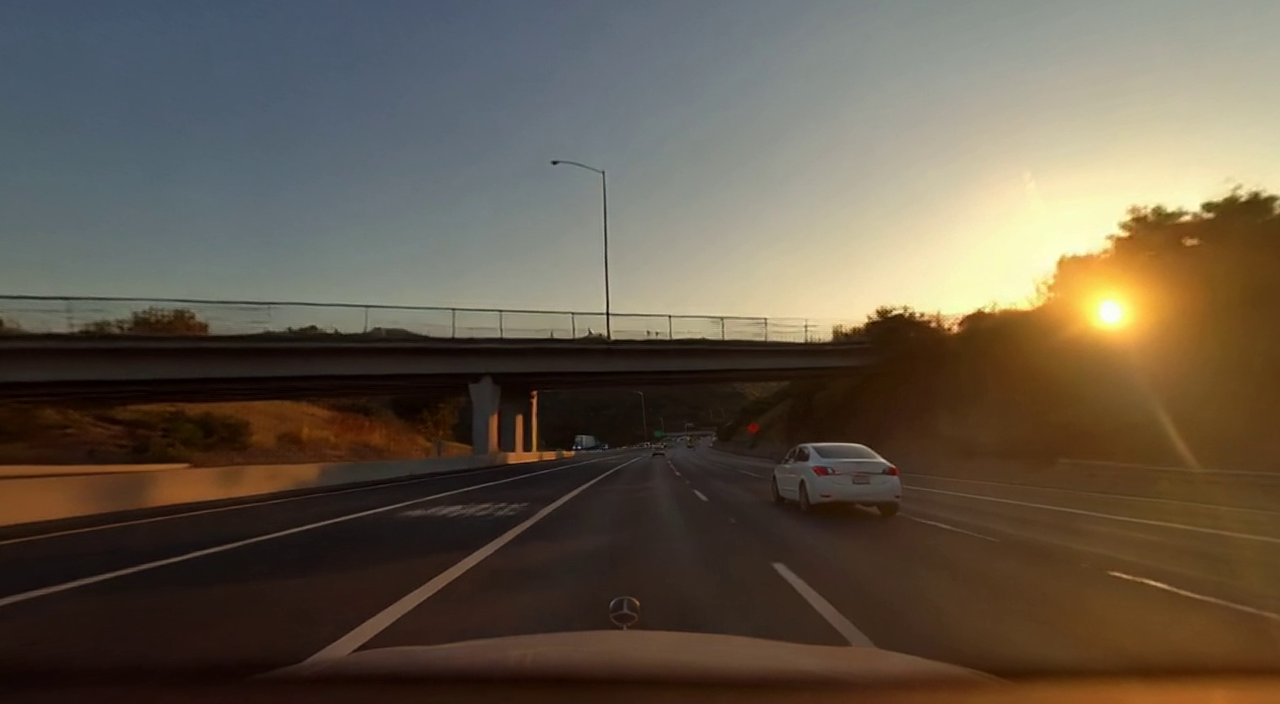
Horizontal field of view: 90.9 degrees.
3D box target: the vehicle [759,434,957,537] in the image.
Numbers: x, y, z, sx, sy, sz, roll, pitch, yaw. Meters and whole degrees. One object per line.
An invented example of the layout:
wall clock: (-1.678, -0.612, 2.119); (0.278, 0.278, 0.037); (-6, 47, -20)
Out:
vehicle: (3.670, 2.330, 11.716); (1.999, 1.492, 4.673); (0, -9, 0)
